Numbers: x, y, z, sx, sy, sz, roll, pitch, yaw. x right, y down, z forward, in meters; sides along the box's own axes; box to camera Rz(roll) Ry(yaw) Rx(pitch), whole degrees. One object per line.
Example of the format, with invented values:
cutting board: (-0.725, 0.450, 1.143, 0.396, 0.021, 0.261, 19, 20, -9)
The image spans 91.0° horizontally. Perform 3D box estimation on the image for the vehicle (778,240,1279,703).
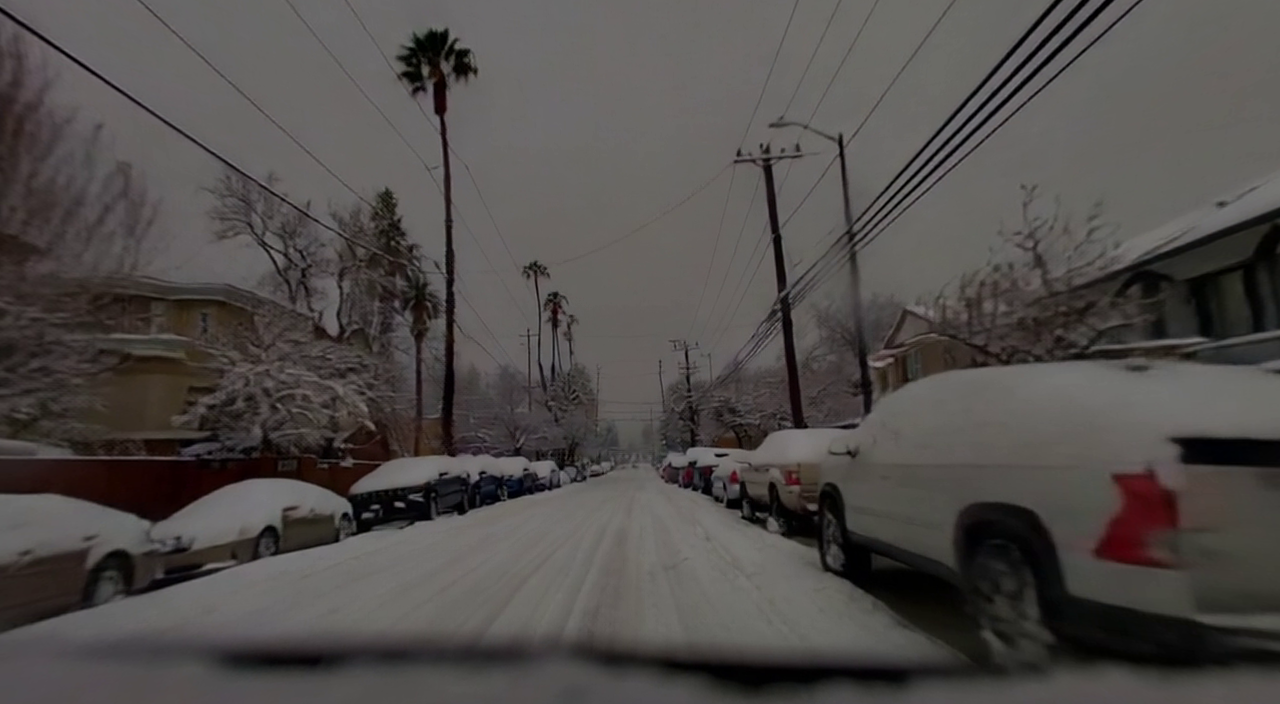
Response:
vehicle: (2.944, 1.068, 4.718, 2.268, 1.953, 6.124, 0, -8, -2)

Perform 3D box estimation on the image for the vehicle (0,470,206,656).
vehicle: (-6.517, 1.958, 5.854, 1.841, 1.491, 4.525, 0, -8, -2)

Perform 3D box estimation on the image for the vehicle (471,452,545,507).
vehicle: (-6.172, 6.015, 30.312, 2.281, 2.248, 5.873, 0, -8, 0)

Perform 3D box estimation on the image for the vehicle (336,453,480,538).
vehicle: (-6.263, 3.881, 17.788, 2.349, 1.952, 4.848, 0, -8, -2)

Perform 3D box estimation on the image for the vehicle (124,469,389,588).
vehicle: (-6.313, 2.909, 11.184, 1.874, 1.449, 4.622, 0, -8, -1)
